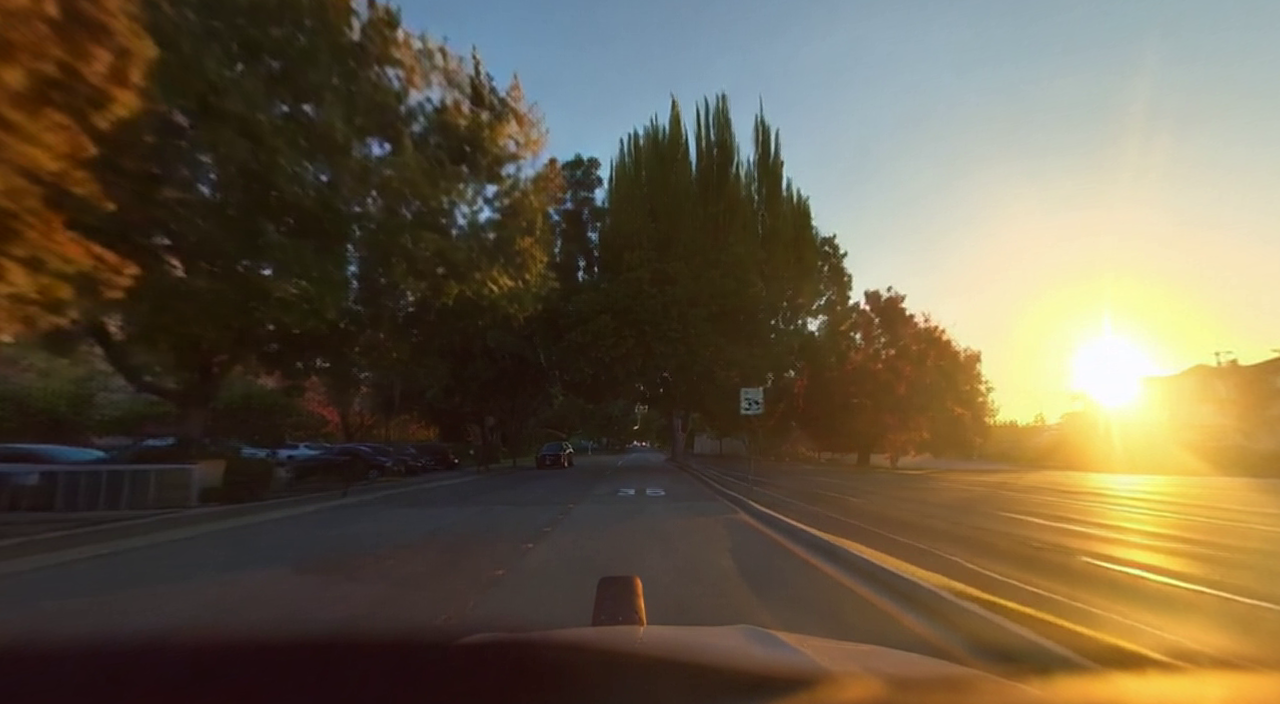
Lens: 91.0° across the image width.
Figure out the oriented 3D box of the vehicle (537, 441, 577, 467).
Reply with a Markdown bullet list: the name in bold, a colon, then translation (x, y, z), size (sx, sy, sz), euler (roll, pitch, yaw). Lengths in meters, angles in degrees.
- **vehicle**: translation (-6.435, 7.941, 49.403), size (2.350, 1.892, 5.542), euler (0, -8, 1)

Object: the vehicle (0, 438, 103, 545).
- **vehicle**: translation (-12.852, 2.403, 11.079), size (4.834, 1.743, 2.156), euler (-1, -8, 2)

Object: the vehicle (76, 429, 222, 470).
- **vehicle**: translation (-26.101, 5.181, 33.635), size (5.603, 2.043, 2.554), euler (0, -9, 1)

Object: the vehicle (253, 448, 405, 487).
- **vehicle**: translation (-12.946, 4.820, 26.430), size (5.300, 1.432, 1.951), euler (1, -9, -1)
